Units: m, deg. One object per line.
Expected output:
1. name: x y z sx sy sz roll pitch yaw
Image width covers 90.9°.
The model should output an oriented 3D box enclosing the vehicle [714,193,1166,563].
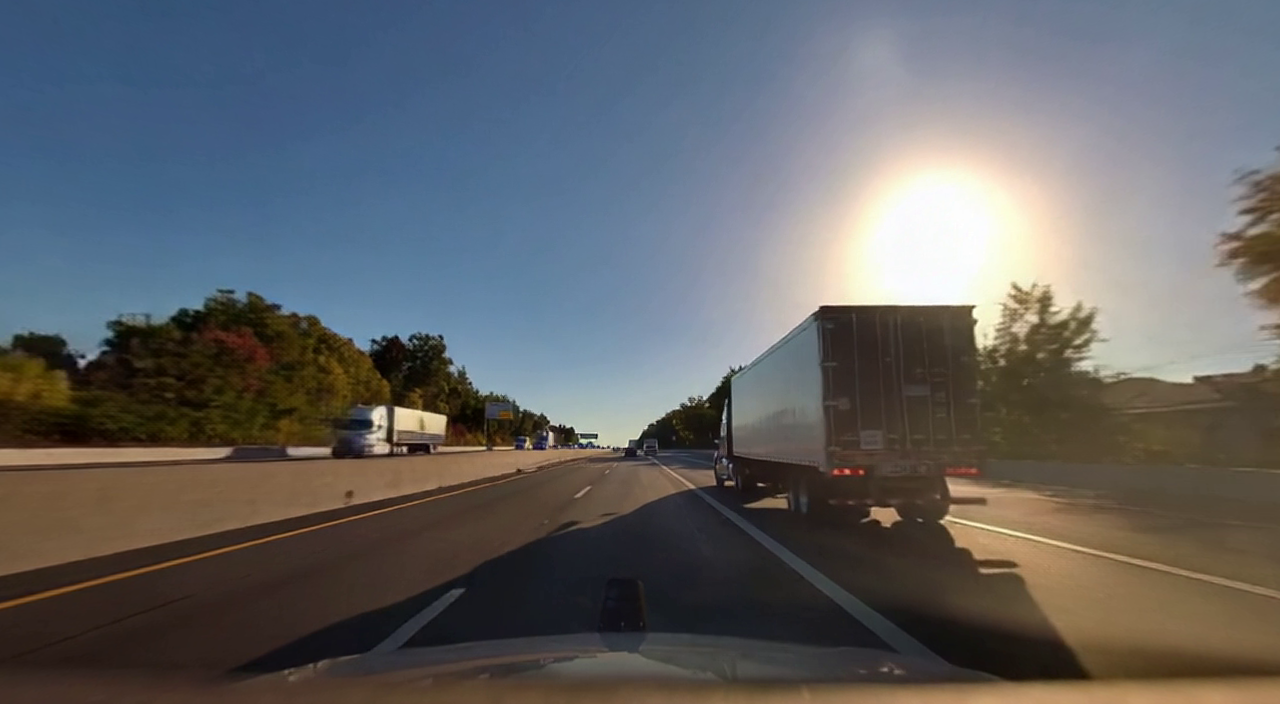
1. vehicle: 4.134 1.252 14.170 3.323 4.262 14.056 0 -9 0

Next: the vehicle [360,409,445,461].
1. vehicle: -15.535 5.585 41.881 2.626 3.136 7.570 0 -9 0
